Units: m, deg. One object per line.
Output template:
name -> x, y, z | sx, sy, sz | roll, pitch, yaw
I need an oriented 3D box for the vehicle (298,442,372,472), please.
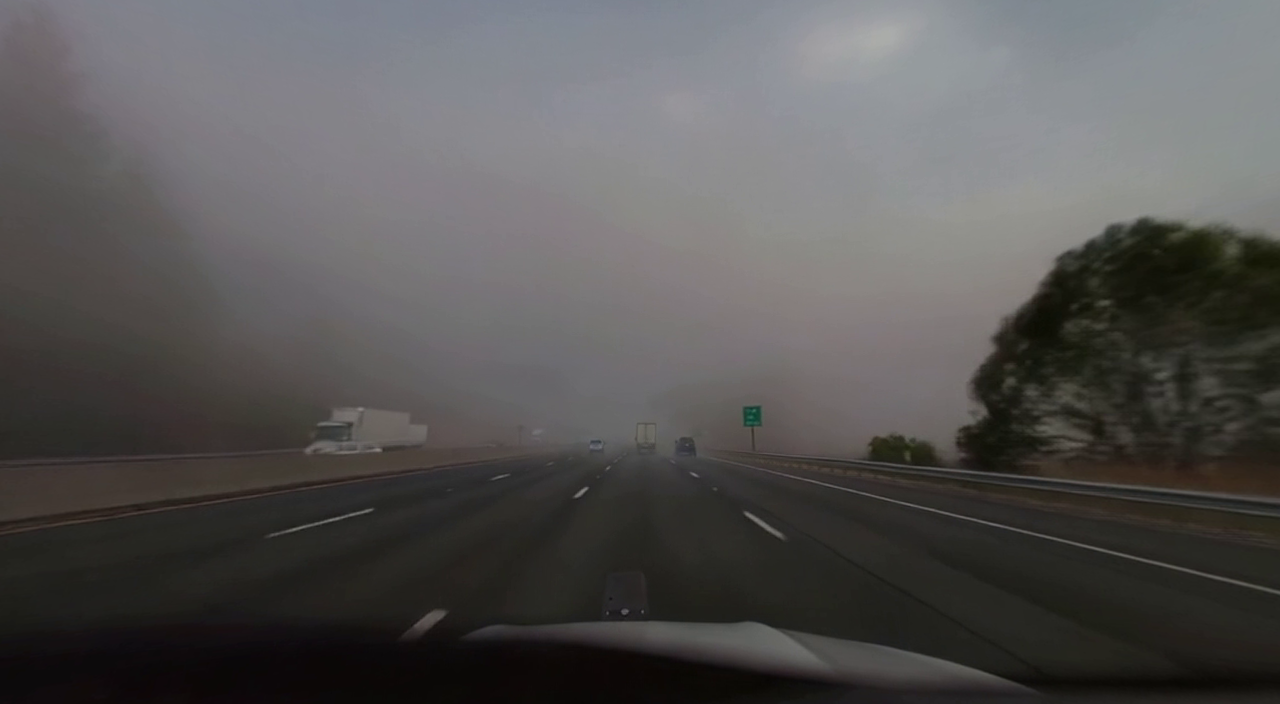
vehicle -> -15.417, 5.308, 32.048 | 1.717, 1.410, 4.033 | 0, -8, 0

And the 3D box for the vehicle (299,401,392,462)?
vehicle -> -19.449, 5.363, 42.072 | 2.981, 3.720, 6.191 | 0, -8, 2
